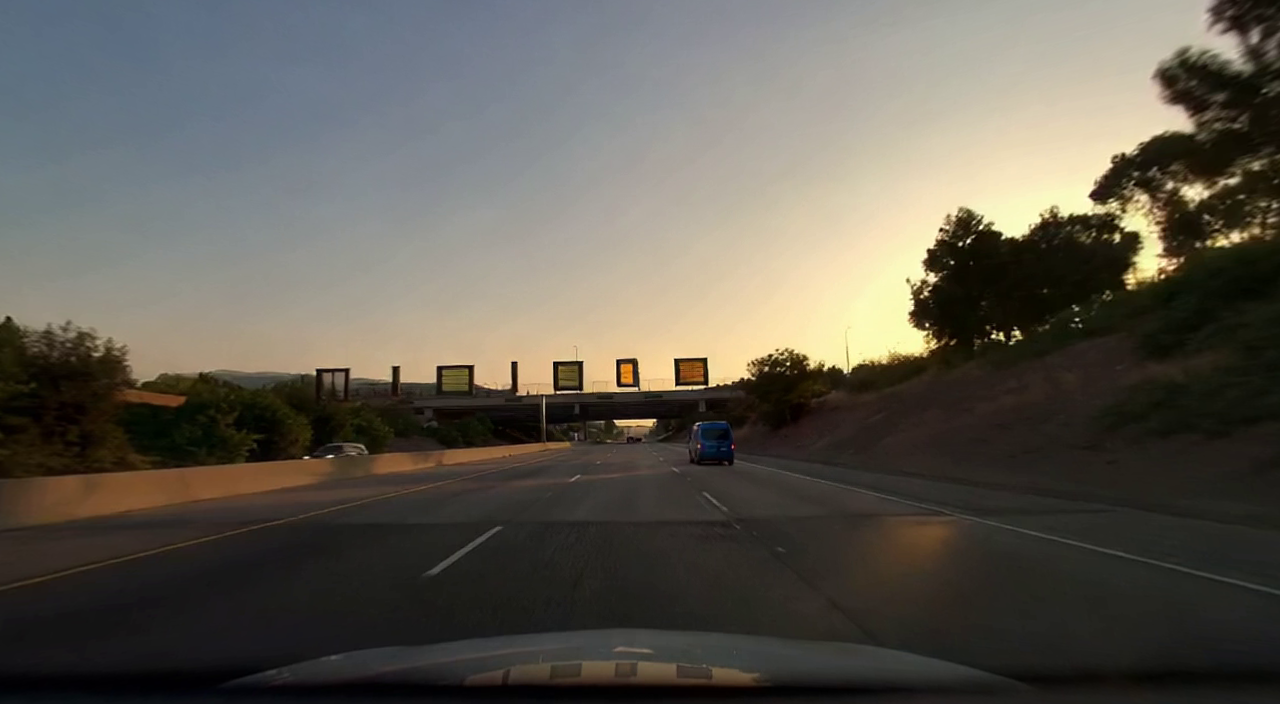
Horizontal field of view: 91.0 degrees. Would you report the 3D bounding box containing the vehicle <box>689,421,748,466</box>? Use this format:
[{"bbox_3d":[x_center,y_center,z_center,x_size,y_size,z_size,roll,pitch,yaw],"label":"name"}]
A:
[{"bbox_3d":[3.740,4.487,30.845,2.161,2.002,4.631,0,-8,-2],"label":"vehicle"}]
